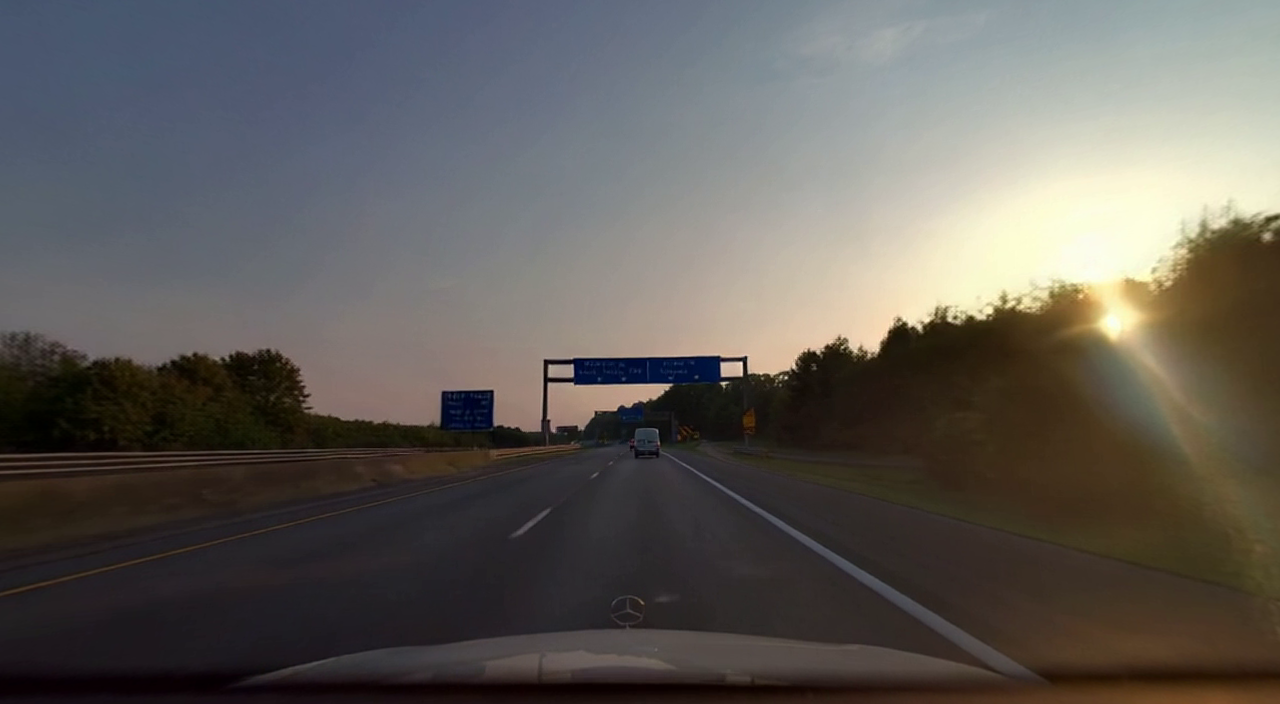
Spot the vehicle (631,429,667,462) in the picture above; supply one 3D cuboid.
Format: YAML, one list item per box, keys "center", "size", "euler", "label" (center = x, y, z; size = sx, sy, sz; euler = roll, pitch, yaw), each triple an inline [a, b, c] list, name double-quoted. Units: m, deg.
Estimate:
- center: [0.639, 6.317, 42.605]
  size: [2.277, 2.109, 4.922]
  euler: [0, -8, 1]
  label: "vehicle"
